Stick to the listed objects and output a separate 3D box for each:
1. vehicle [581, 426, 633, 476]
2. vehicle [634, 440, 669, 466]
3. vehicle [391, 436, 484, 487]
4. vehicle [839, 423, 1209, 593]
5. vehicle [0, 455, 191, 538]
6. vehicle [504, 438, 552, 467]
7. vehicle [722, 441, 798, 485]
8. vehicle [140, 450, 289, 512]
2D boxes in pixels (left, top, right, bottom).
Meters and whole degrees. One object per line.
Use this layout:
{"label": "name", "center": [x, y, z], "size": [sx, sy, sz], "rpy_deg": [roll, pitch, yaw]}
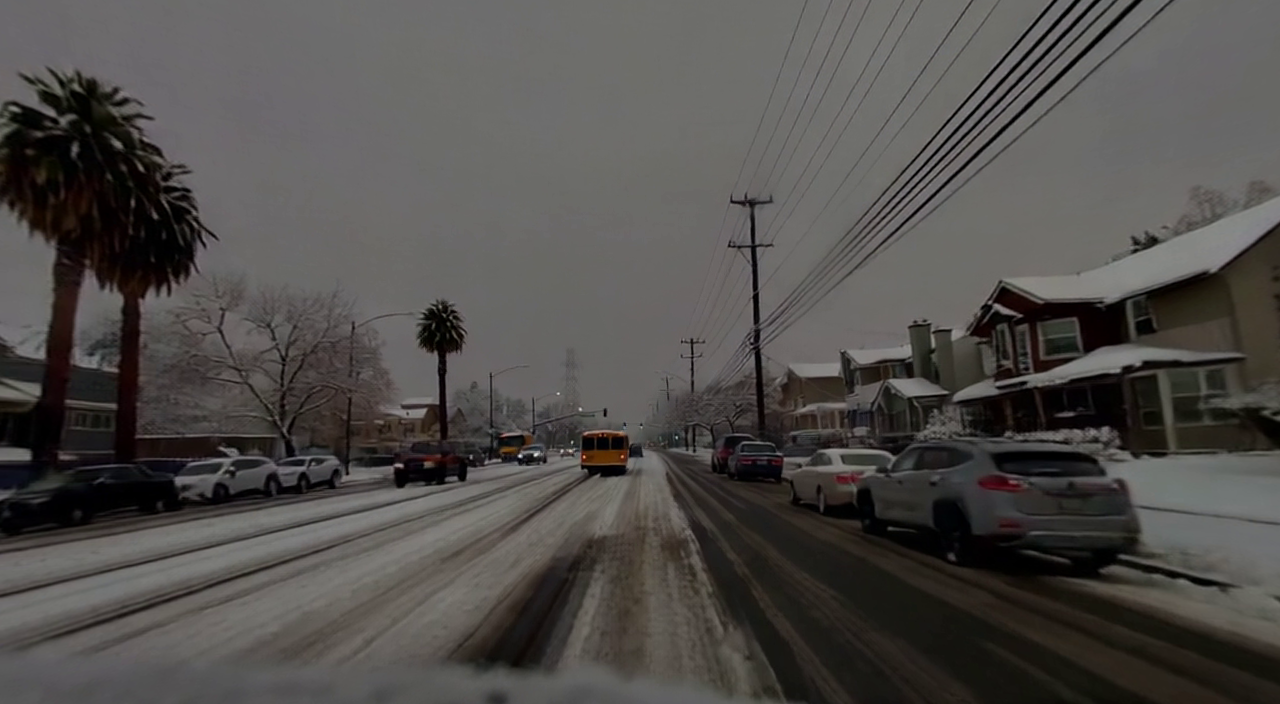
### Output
{"label": "vehicle", "center": [-1.476, 4.455, 28.593], "size": [2.168, 2.040, 4.527], "rpy_deg": [0, -8, -2]}
{"label": "vehicle", "center": [0.738, 6.302, 39.407], "size": [2.063, 1.495, 3.849], "rpy_deg": [0, -8, 2]}
{"label": "vehicle", "center": [-7.887, 4.289, 25.133], "size": [2.096, 1.798, 4.831], "rpy_deg": [0, -8, 0]}
{"label": "vehicle", "center": [4.202, 1.741, 7.952], "size": [1.946, 1.530, 4.240], "rpy_deg": [0, -8, -1]}
{"label": "vehicle", "center": [-13.671, 3.438, 15.538], "size": [1.979, 1.509, 4.763], "rpy_deg": [-3, -7, -4]}
{"label": "vehicle", "center": [-8.498, 7.657, 48.404], "size": [2.653, 1.964, 5.699], "rpy_deg": [-3, -8, 0]}
{"label": "vehicle", "center": [4.342, 4.077, 23.636], "size": [1.838, 1.458, 4.750], "rpy_deg": [0, -8, -1]}
{"label": "vehicle", "center": [-14.193, 4.283, 21.443], "size": [2.041, 1.643, 4.665], "rpy_deg": [-6, -9, -3]}
